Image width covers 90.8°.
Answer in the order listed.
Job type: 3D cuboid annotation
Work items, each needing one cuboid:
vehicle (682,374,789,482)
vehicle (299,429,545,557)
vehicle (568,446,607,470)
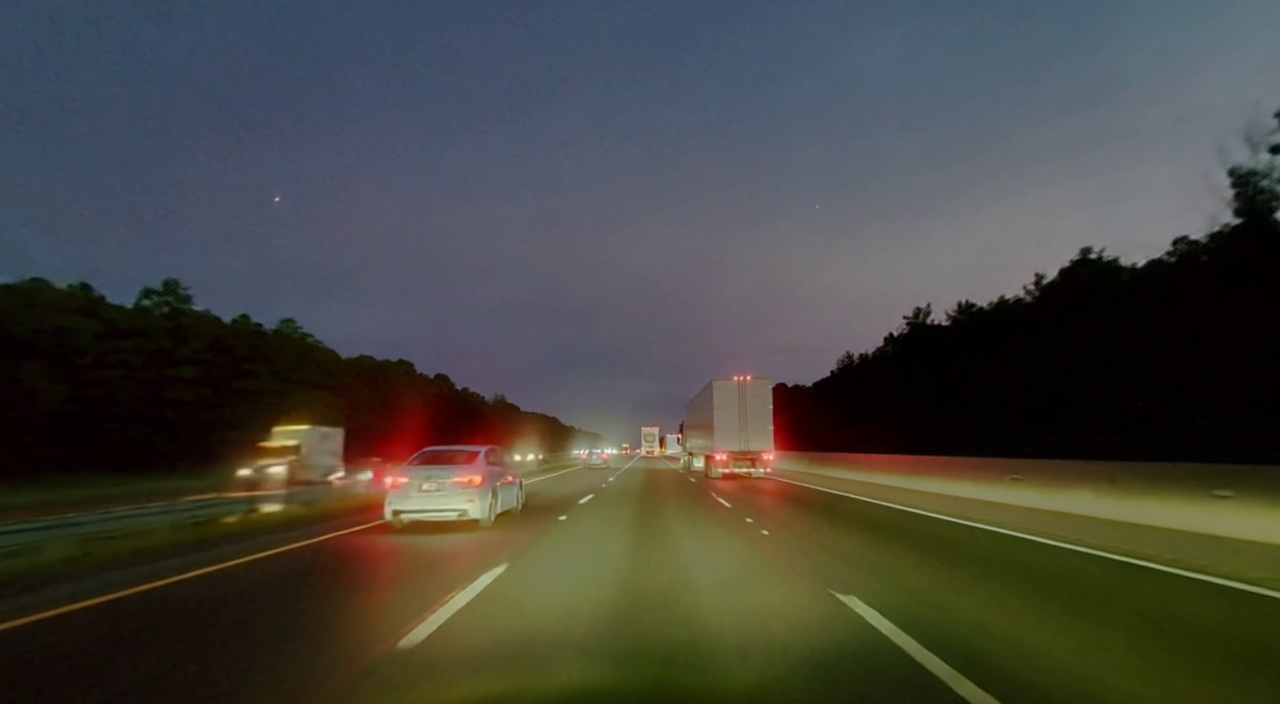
[{"bbox_3d":[4.084,4.002,31.171,2.974,4.083,14.389,0,-9,0],"label":"vehicle"},{"bbox_3d":[-3.012,2.101,10.145,2.104,1.526,4.940,0,-9,1],"label":"vehicle"},{"bbox_3d":[-3.437,7.048,42.026,2.121,1.445,4.651,0,-9,1],"label":"vehicle"}]
